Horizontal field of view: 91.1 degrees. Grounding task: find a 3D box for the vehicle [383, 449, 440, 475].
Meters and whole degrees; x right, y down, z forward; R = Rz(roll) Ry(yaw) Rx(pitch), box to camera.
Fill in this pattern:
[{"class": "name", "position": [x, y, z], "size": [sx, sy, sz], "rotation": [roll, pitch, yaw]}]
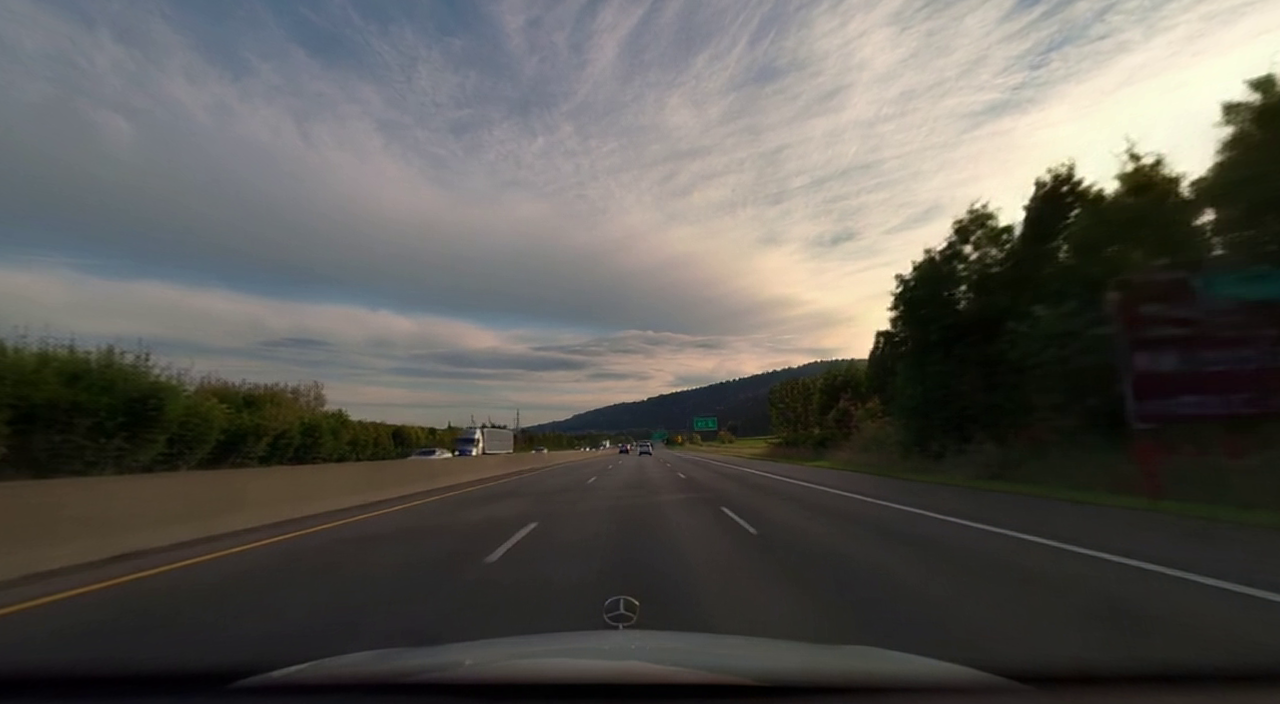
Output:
[{"class": "vehicle", "position": [-15.596, 7.500, 43.175], "size": [2.013, 1.613, 4.700], "rotation": [-1, -9, 2]}]
